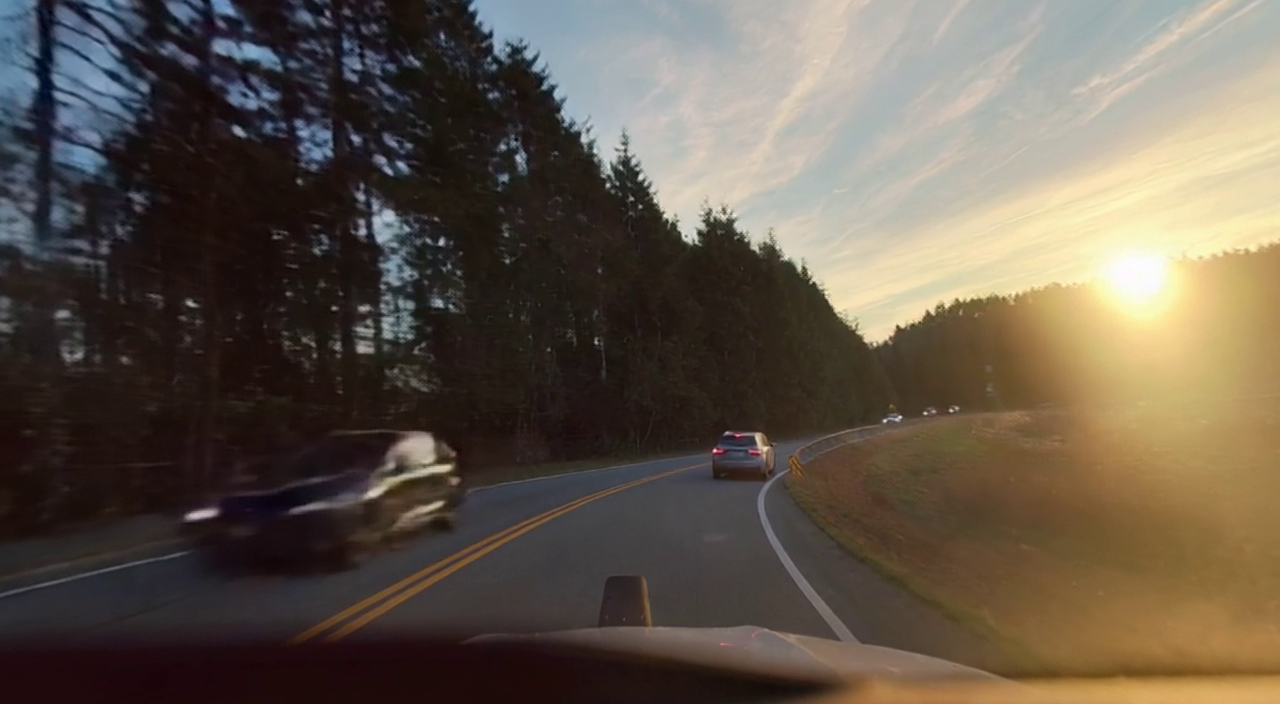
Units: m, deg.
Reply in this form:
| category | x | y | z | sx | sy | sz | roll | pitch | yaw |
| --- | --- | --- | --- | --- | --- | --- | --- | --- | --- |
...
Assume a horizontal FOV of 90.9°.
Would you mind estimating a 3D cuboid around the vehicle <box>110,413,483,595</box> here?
| category | x | y | z | sx | sy | sz | roll | pitch | yaw |
| --- | --- | --- | --- | --- | --- | --- | --- | --- | --- |
| vehicle | -3.779 | 1.723 | 8.053 | 2.032 | 1.654 | 4.204 | -1 | -8 | 7 |

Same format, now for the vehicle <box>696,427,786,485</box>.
| category | x | y | z | sx | sy | sz | roll | pitch | yaw |
| --- | --- | --- | --- | --- | --- | --- | --- | --- | --- |
| vehicle | 3.286 | 3.213 | 19.766 | 2.274 | 1.583 | 4.349 | -2 | -9 | 15 |
